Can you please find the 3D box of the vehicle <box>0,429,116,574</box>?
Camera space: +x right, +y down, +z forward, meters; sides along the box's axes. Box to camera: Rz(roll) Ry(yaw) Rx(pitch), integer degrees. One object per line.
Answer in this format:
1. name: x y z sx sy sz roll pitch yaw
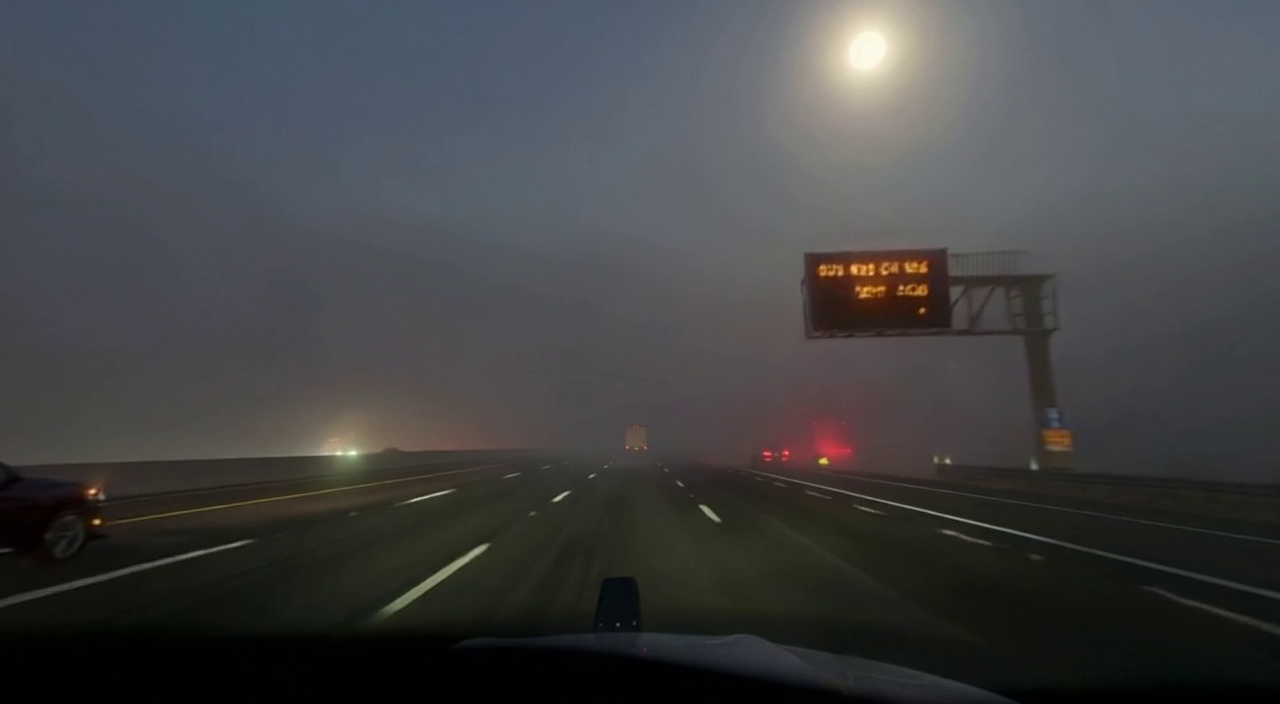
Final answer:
1. vehicle: -7.864 1.450 5.734 2.005 1.545 4.874 0 -8 0
